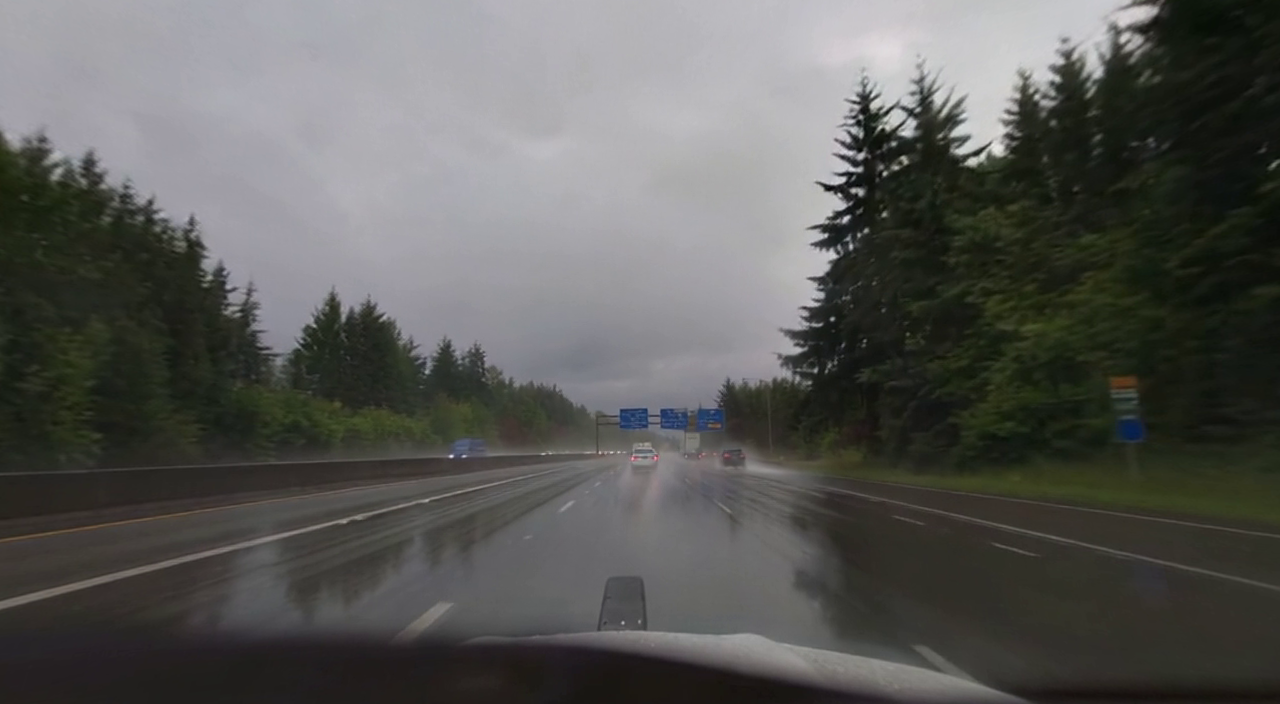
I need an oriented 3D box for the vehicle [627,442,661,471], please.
[{"bbox_3d":[0.278,7.035,42.507,2.167,1.847,4.097,0,-9,0],"label":"vehicle"}]
